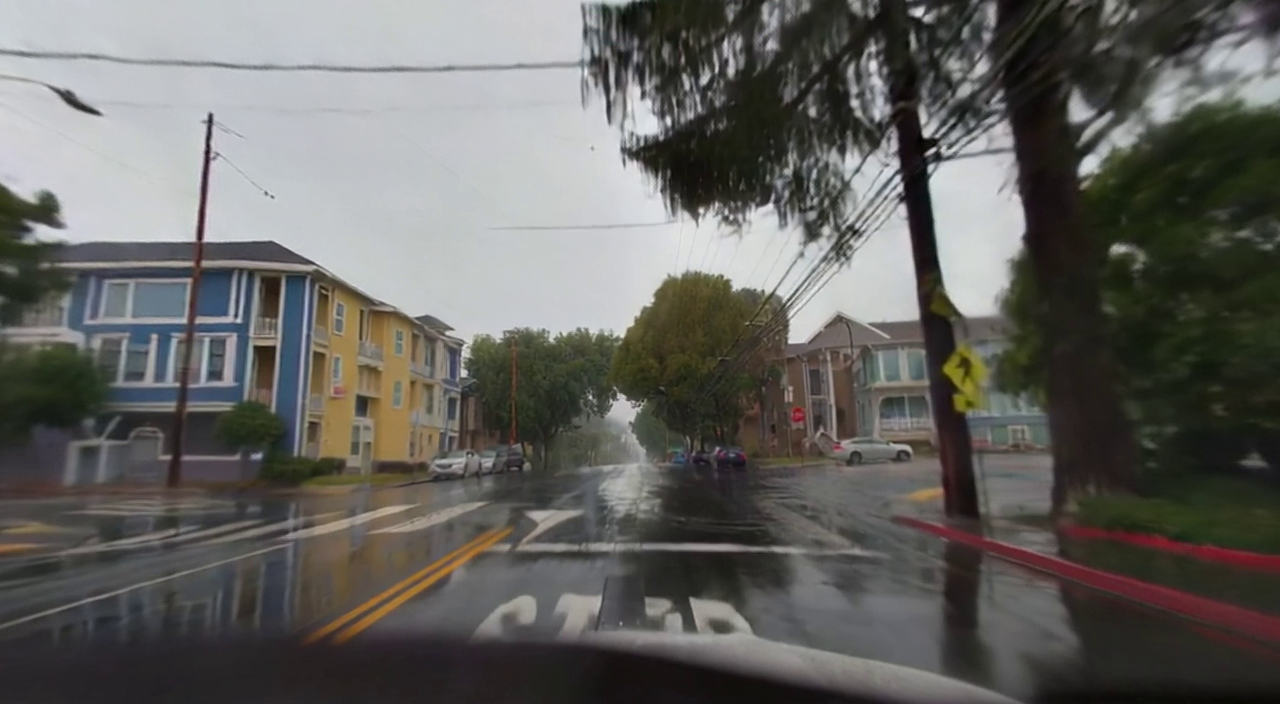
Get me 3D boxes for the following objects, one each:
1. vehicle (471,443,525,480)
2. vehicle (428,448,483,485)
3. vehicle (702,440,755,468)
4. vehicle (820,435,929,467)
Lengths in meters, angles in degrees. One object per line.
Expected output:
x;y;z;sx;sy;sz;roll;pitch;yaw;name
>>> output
-10.262;7.985;46.361;2.687;2.491;5.936;0;-9;-1;vehicle
-9.952;6.169;34.402;1.900;1.683;4.486;-5;-8;-5;vehicle
5.034;5.854;36.486;2.059;1.502;4.824;0;-9;-4;vehicle
10.950;4.634;29.692;4.336;1.424;1.954;1;-9;-10;vehicle
